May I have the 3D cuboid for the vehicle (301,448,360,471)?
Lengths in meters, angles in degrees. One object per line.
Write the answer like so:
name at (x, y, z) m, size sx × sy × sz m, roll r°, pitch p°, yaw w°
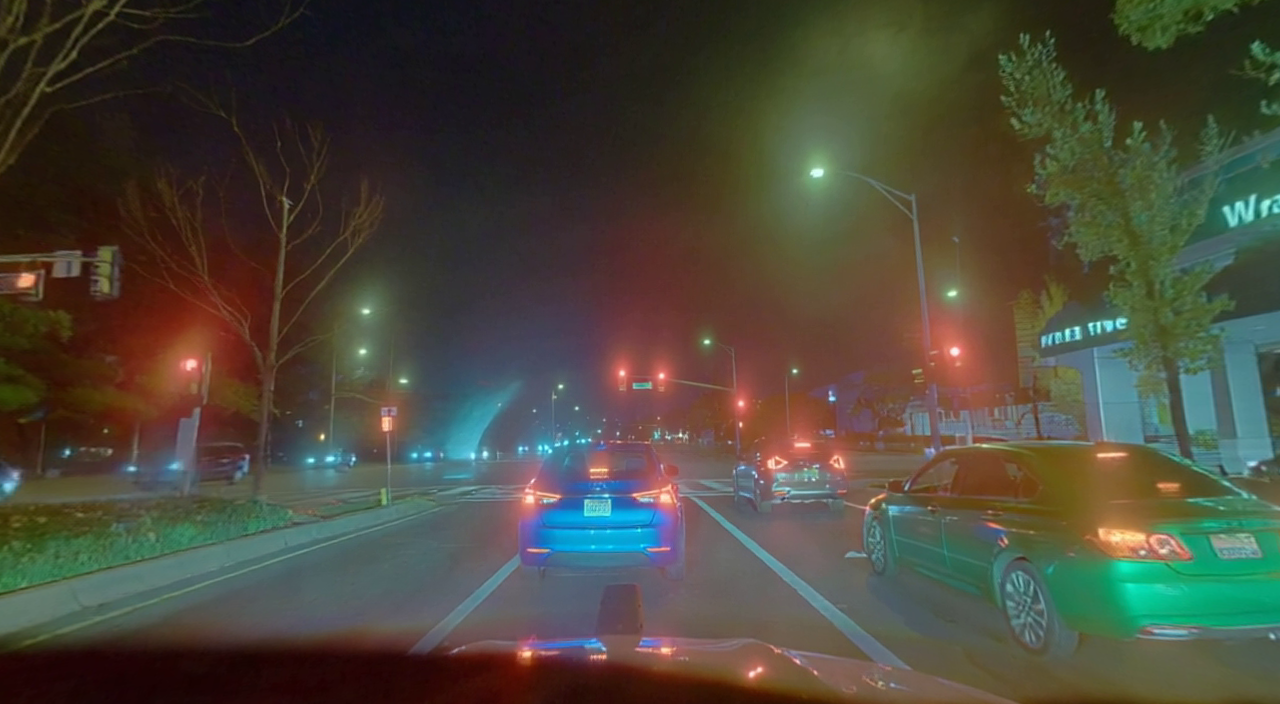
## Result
vehicle at (-21.978, 7.644, 45.032) m, size 1.863 × 1.496 × 4.389 m, roll 0°, pitch -8°, yaw 1°

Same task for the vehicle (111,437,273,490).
vehicle at (-17.941, 4.477, 25.843) m, size 2.308 × 1.903 × 5.813 m, roll 0°, pitch -8°, yaw 0°

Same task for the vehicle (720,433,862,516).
vehicle at (3.162, 2.664, 14.314) m, size 2.026 × 1.549 × 4.559 m, roll 0°, pitch -8°, yaw -1°

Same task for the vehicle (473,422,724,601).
vehicle at (-0.373, 1.652, 7.407) m, size 2.143 × 1.520 × 3.848 m, roll 0°, pitch -8°, yaw -1°

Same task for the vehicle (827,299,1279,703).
vehicle at (3.581, 1.107, 5.054) m, size 2.572 × 1.945 × 5.065 m, roll 0°, pitch -8°, yaw 0°
